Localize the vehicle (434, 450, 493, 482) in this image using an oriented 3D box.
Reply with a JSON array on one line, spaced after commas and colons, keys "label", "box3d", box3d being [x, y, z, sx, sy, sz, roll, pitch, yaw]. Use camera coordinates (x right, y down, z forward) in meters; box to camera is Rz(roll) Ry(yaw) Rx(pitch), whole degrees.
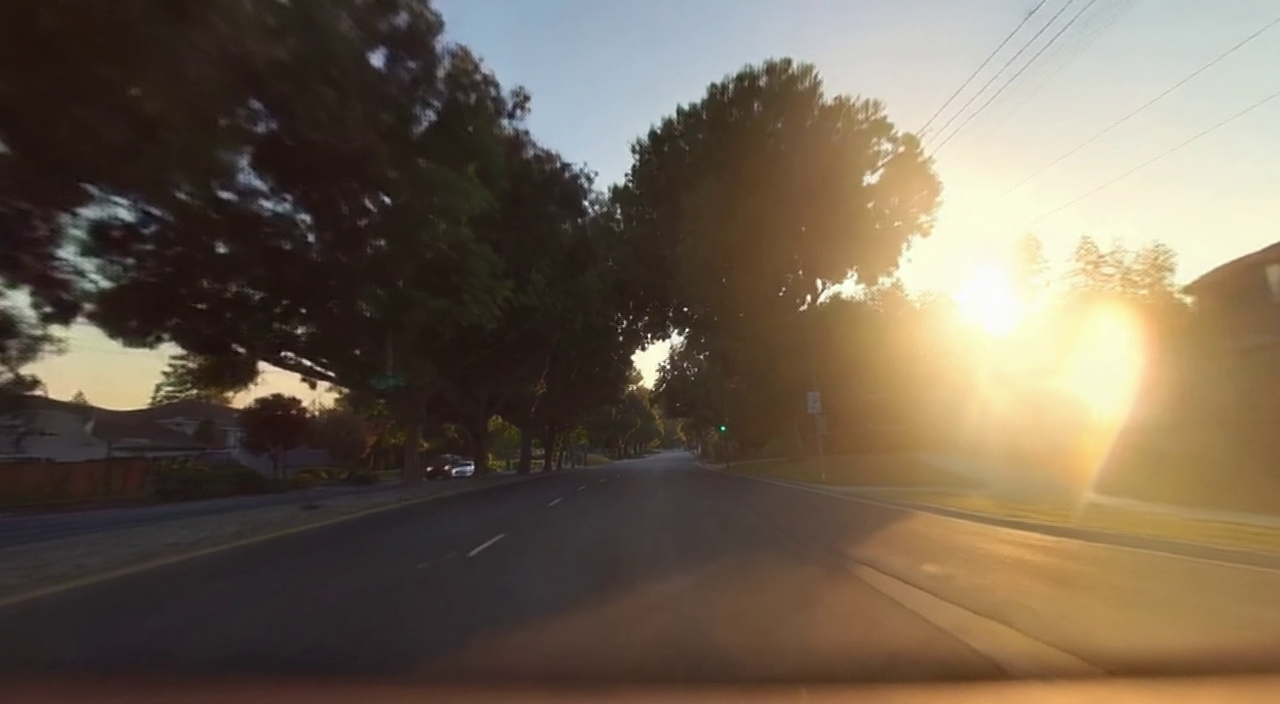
[{"label": "vehicle", "box3d": [-10.974, 7.102, 39.749, 2.113, 1.788, 4.701, -2, -9, 4]}]
